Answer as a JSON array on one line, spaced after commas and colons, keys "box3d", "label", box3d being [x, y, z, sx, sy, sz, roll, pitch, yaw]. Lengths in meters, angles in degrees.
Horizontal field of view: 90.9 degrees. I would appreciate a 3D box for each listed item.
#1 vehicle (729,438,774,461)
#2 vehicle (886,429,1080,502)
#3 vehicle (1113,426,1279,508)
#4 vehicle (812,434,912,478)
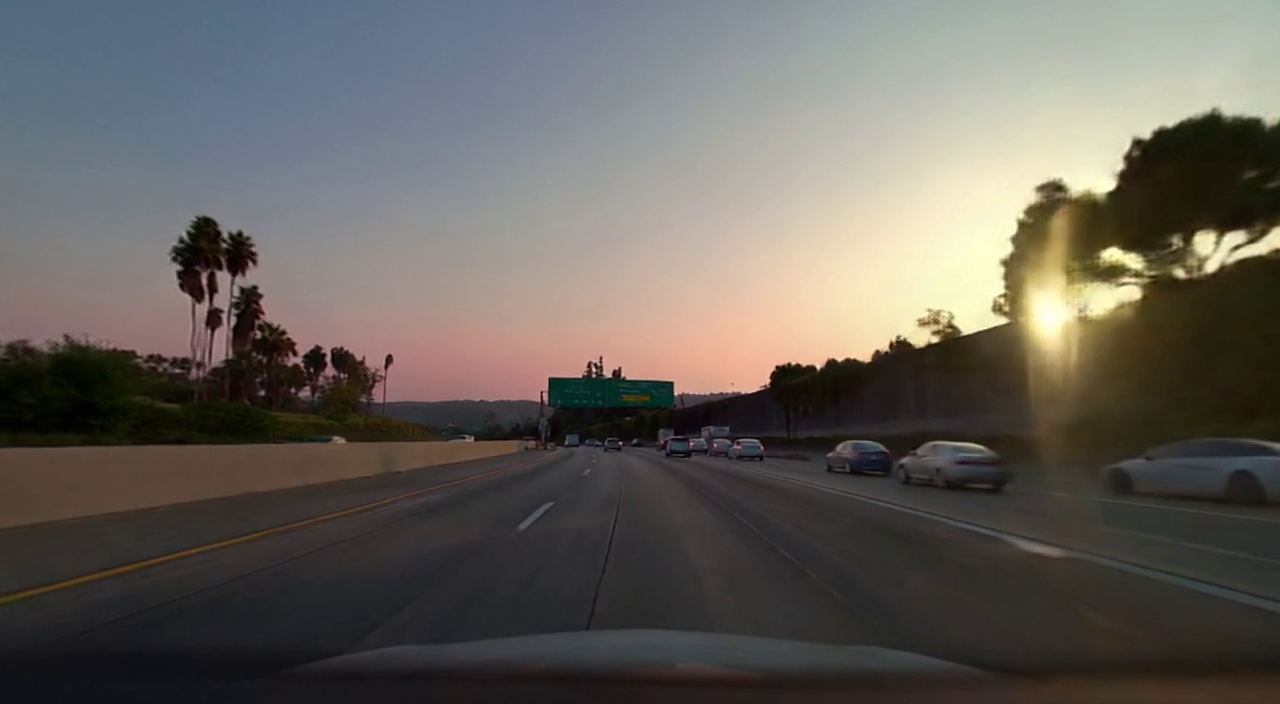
[{"box3d": [7.494, 6.589, 42.844, 1.922, 1.456, 4.626, 0, -8, -3], "label": "vehicle"}, {"box3d": [8.003, 2.682, 15.364, 2.110, 1.481, 4.511, 0, -8, -1], "label": "vehicle"}, {"box3d": [12.561, 2.313, 13.020, 1.846, 1.480, 4.752, 0, -8, -1], "label": "vehicle"}, {"box3d": [8.185, 3.882, 23.823, 1.947, 1.452, 4.696, 0, -8, -2], "label": "vehicle"}]
